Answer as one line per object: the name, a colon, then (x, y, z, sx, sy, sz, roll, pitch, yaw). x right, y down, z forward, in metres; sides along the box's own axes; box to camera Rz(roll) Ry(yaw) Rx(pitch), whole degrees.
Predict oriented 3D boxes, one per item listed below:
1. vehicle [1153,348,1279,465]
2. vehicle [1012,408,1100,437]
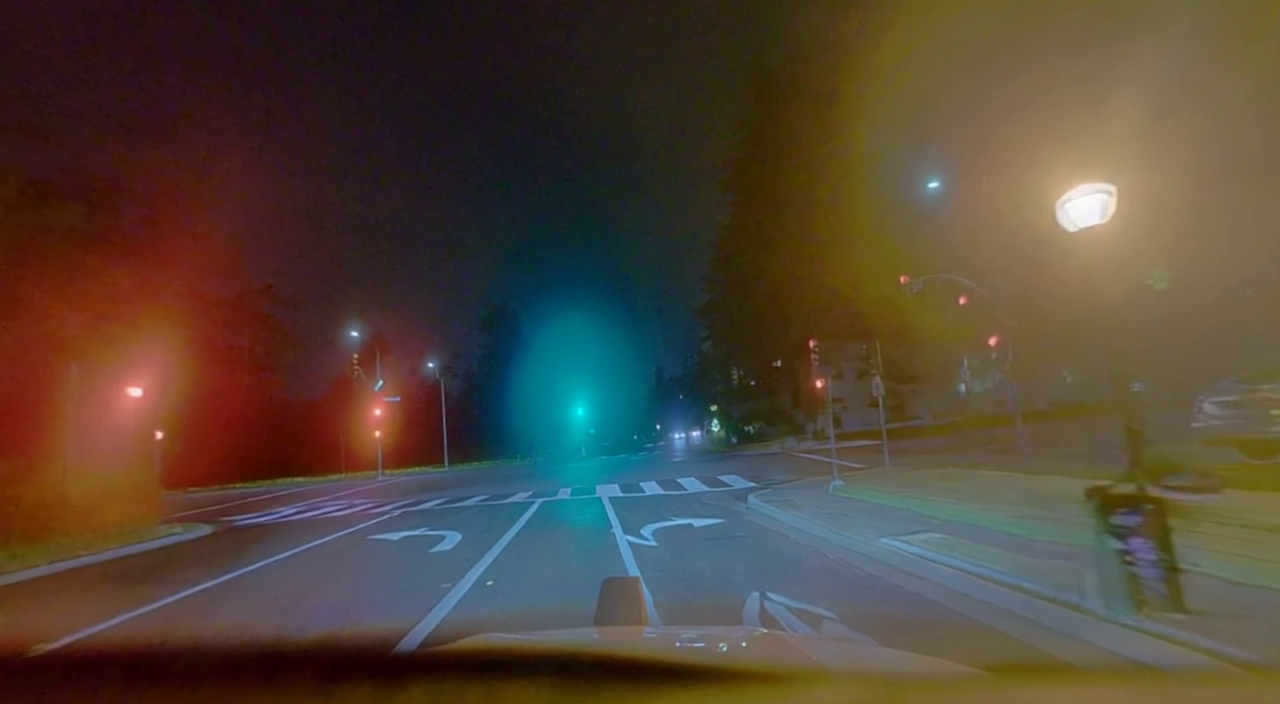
vehicle: (12.301, 1.051, 11.111, 4.562, 1.850, 2.130, 1, -9, -3)
vehicle: (27.470, 4.661, 41.531, 4.475, 1.837, 1.961, 1, -8, -5)
